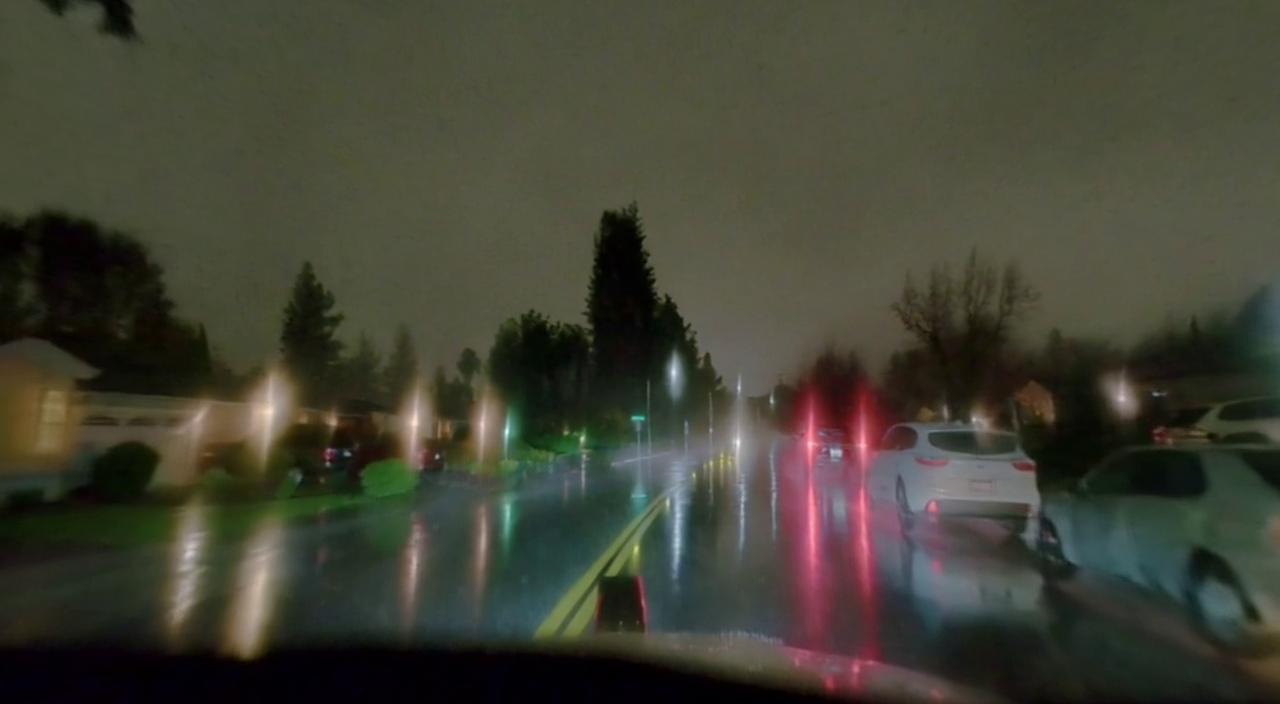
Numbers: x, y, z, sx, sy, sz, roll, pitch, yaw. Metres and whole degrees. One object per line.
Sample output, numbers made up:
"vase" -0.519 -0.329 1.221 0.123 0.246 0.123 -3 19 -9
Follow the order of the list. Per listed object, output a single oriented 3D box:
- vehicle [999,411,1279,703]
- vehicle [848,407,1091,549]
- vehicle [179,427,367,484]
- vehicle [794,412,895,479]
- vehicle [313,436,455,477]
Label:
"vehicle" 4.352 1.254 4.586 1.806 1.486 3.535 -2 -9 9
"vehicle" 5.030 1.981 10.598 2.194 1.786 4.704 -2 -9 10
"vehicle" -11.188 3.165 19.448 4.635 1.594 2.132 -2 -9 10
"vehicle" 7.315 3.461 23.420 2.735 2.117 6.103 -2 -9 10
"vehicle" -9.492 3.886 23.583 4.455 1.419 2.017 -2 -9 9
